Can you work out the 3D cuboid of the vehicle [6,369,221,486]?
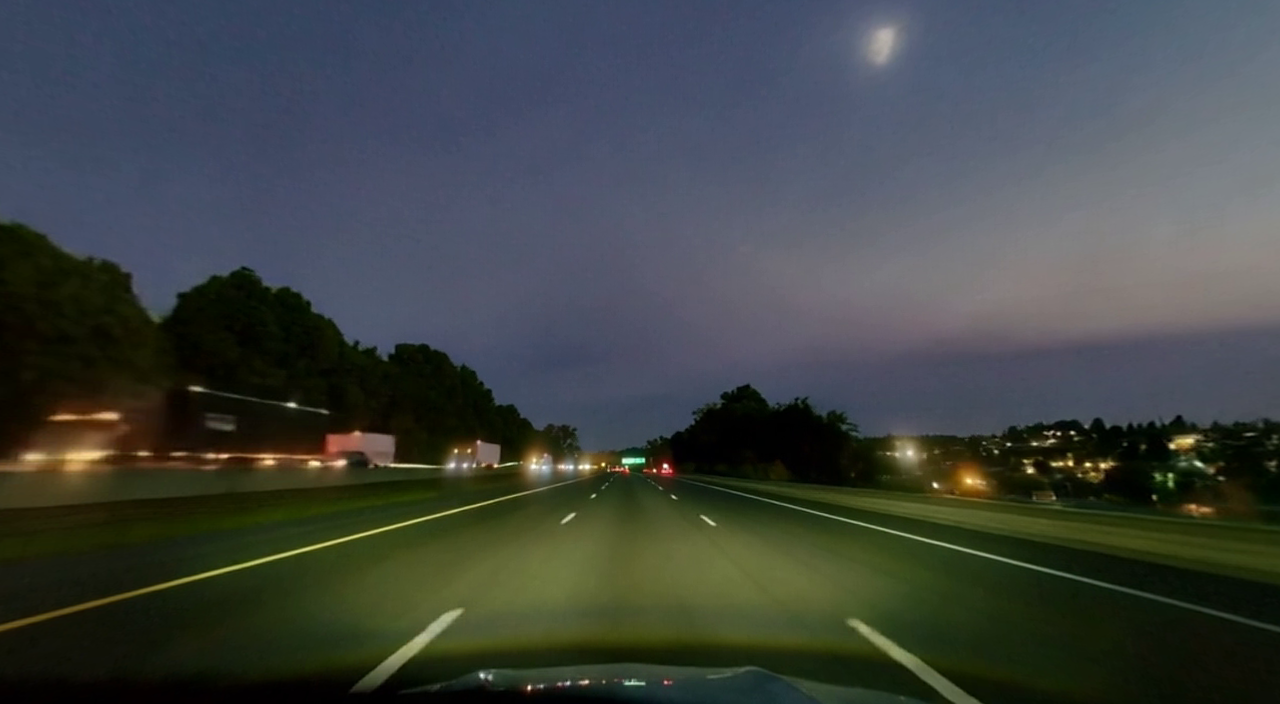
[{"bbox_3d":[-19.935,3.099,24.508,3.015,3.967,5.813,1,-10,-1],"label":"vehicle"}]

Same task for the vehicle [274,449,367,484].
[{"bbox_3d":[-15.745,5.686,31.353,2.209,1.568,4.655,1,-10,-1],"label":"vehicle"}]

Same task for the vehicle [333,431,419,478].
[{"bbox_3d":[-15.914,6.319,38.449,2.531,2.623,6.001,1,-10,0],"label":"vehicle"}]
